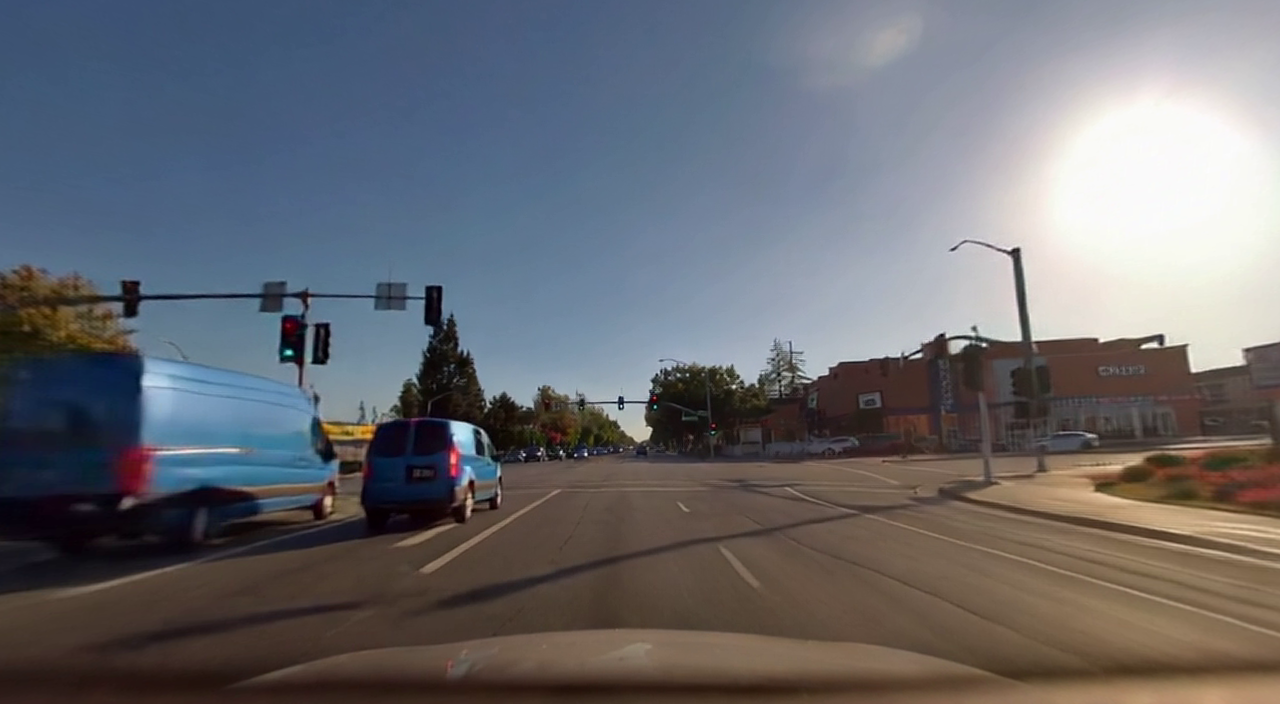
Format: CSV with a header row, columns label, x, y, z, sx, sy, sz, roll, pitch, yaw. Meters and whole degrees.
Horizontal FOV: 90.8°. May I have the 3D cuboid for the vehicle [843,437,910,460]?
label,x,y,z,sx,sy,sz,roll,pitch,yaw
vehicle,18.454,7.536,49.447,4.364,1.737,1.967,0,-9,-1

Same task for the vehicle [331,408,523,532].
label,x,y,z,sx,sy,sz,roll,pitch,yaw
vehicle,-3.955,2.322,12.971,2.206,2.007,5.190,0,-9,-1

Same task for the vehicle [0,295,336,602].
label,x,y,z,sx,sy,sz,roll,pitch,yaw
vehicle,-6.593,1.228,8.335,2.405,2.696,5.561,0,-9,-1

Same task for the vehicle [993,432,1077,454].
label,x,y,z,sx,sy,sz,roll,pitch,yaw
vehicle,28.581,6.636,45.784,4.768,1.525,1.919,0,-9,-1

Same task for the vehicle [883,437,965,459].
label,x,y,z,sx,sy,sz,roll,pitch,yaw
vehicle,19.346,6.560,43.141,4.615,1.474,2.004,0,-9,-1
